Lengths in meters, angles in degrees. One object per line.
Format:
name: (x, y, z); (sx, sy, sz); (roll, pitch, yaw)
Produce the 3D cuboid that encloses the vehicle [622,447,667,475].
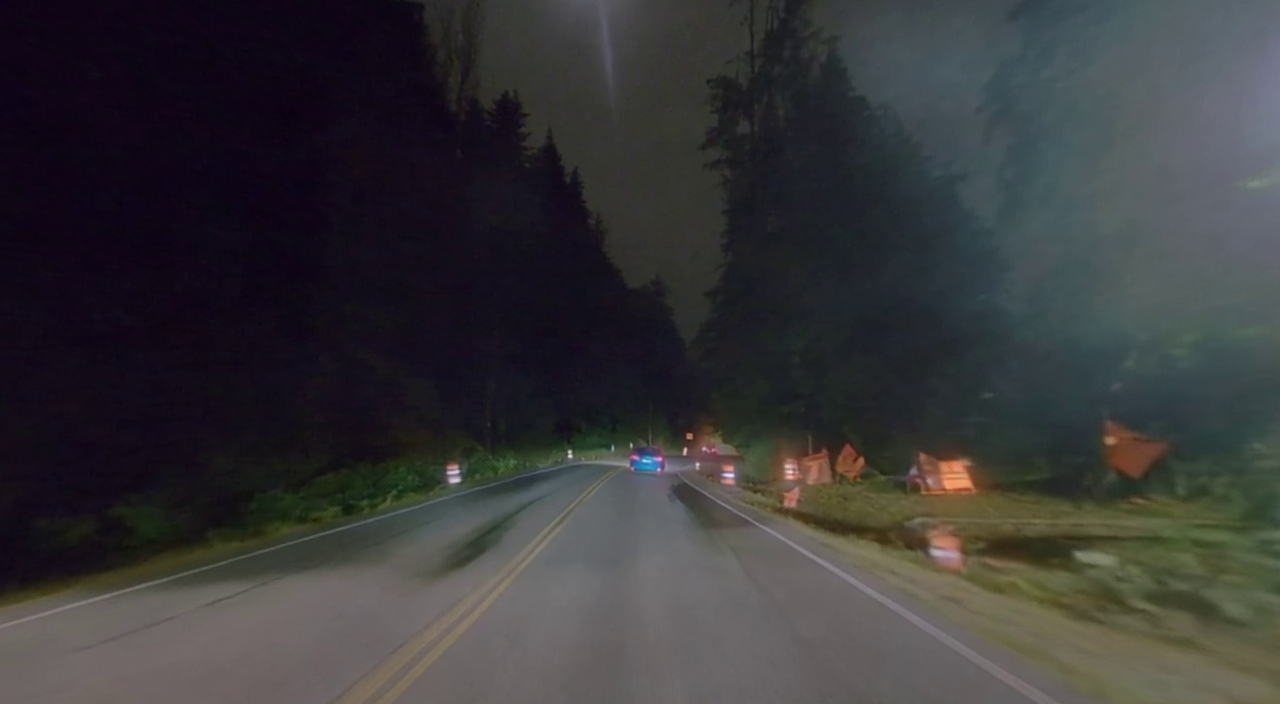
vehicle: (0.338, 6.195, 36.065); (2.259, 1.503, 4.075); (-1, -9, 5)
